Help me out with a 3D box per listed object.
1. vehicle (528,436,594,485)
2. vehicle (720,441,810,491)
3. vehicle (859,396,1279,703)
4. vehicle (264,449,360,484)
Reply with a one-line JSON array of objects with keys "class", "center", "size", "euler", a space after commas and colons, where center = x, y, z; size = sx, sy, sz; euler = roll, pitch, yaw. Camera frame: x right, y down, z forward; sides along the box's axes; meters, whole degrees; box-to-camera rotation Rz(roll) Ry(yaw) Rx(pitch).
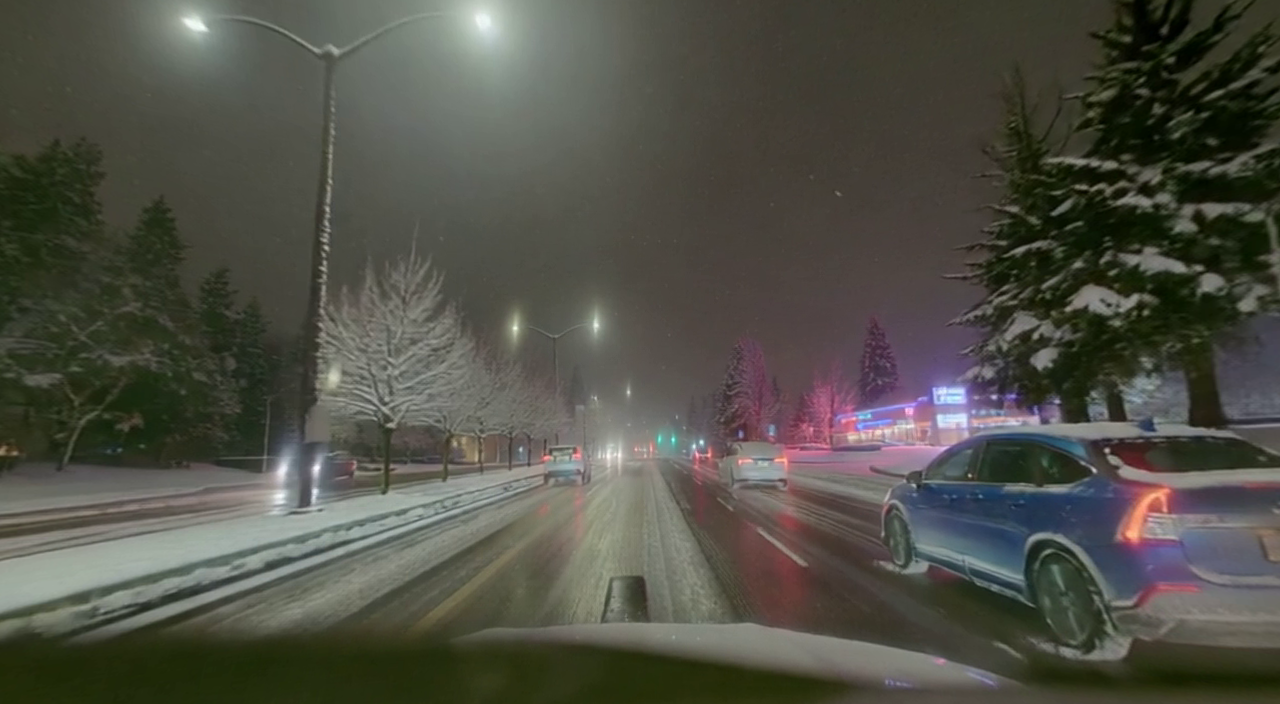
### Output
[{"class": "vehicle", "center": [-2.998, 4.222, 24.804], "size": [1.981, 1.731, 4.360], "euler": [0, -9, 1]}, {"class": "vehicle", "center": [4.085, 3.801, 21.488], "size": [2.036, 1.480, 4.659], "euler": [0, -8, -1]}, {"class": "vehicle", "center": [3.494, 1.258, 4.755], "size": [1.976, 1.491, 4.714], "euler": [0, -8, 0]}, {"class": "vehicle", "center": [-19.296, 6.722, 37.517], "size": [2.501, 1.862, 5.754], "euler": [-1, -9, 2]}]
